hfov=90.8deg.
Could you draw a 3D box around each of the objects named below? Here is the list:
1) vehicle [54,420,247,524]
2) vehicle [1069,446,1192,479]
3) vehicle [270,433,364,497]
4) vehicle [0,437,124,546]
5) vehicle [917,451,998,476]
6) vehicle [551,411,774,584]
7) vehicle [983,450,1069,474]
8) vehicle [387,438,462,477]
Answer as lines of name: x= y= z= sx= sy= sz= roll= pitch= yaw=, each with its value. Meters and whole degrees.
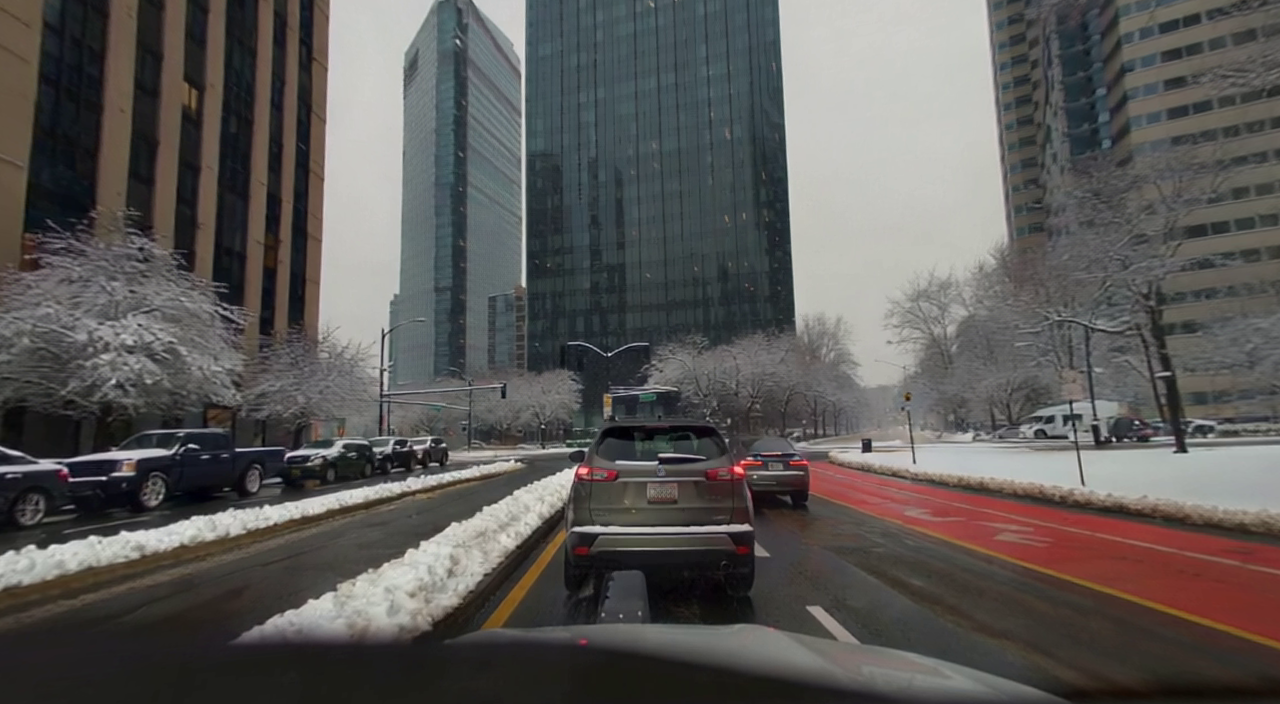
vehicle: x=-10.325 y=2.515 z=13.695 sx=1.543 sy=1.946 sz=3.454 roll=1 pitch=-8 yaw=-5
vehicle: x=31.123 y=7.007 z=40.389 sx=5.890 sy=1.996 sz=2.155 roll=-6 pitch=-10 yaw=34
vehicle: x=-10.950 y=3.810 z=21.678 sx=1.559 sy=1.973 sz=3.419 roll=0 pitch=-8 yaw=-4
vehicle: x=-9.962 y=1.977 z=8.923 sx=1.844 sy=1.524 sz=4.371 roll=0 pitch=-8 yaw=-4
vehicle: x=23.034 y=8.029 z=45.847 sx=4.956 sy=1.706 sz=1.822 roll=-6 pitch=-10 yaw=34
vehicle: x=0.266 y=1.748 z=8.393 sx=2.192 sy=1.695 sz=4.142 roll=0 pitch=-8 yaw=1
vehicle: x=28.265 y=8.034 z=46.350 sx=5.153 sy=1.626 sz=1.895 roll=-6 pitch=-11 yaw=36
vehicle: x=-11.615 y=5.720 z=34.577 sx=2.338 sy=1.963 sz=5.740 roll=0 pitch=-8 yaw=-3
